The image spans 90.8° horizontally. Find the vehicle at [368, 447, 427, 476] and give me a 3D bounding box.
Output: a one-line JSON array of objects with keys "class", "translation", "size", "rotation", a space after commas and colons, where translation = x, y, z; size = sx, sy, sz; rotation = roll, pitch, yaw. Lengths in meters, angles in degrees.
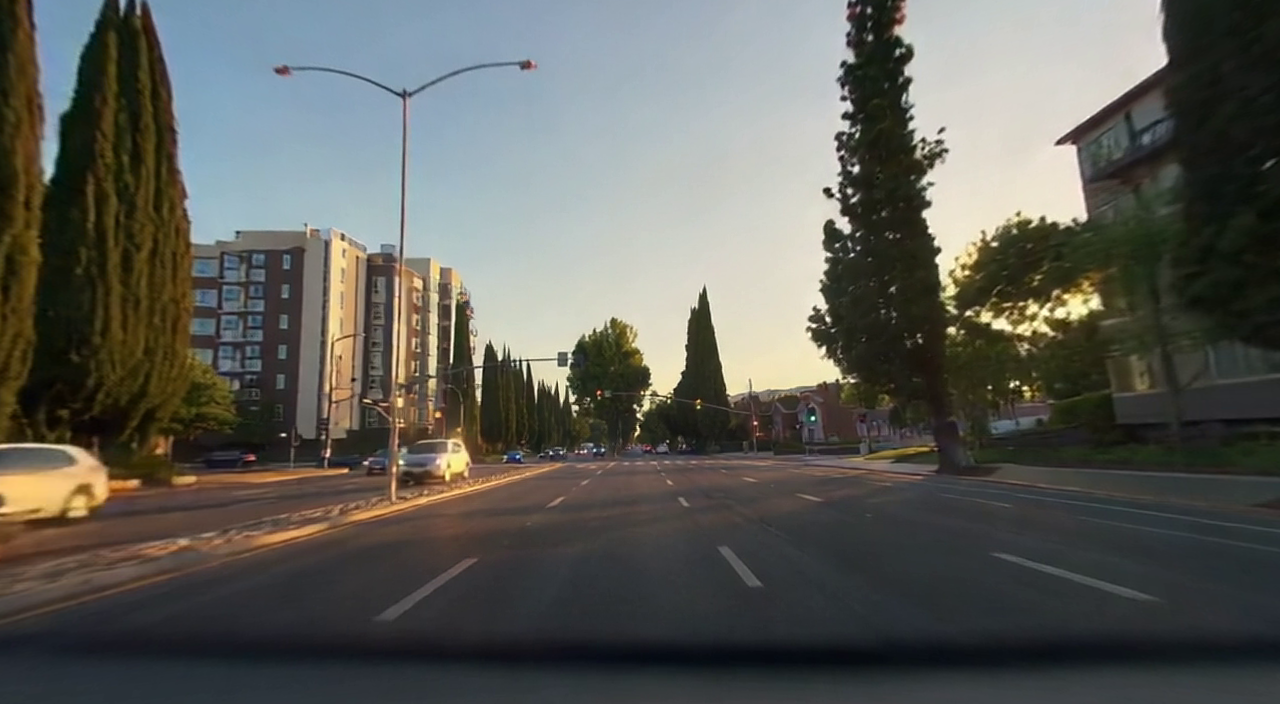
[{"class": "vehicle", "translation": [-15.335, 6.921, 40.224], "size": [1.978, 1.722, 4.383], "rotation": [0, -9, 0]}]

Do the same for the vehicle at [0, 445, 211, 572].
[{"class": "vehicle", "translation": [-8.454, 2.041, 8.732], "size": [1.899, 1.465, 4.443], "rotation": [0, -9, 0]}]

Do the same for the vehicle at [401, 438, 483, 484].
[{"class": "vehicle", "translation": [-8.571, 4.749, 27.847], "size": [2.131, 1.836, 4.670], "rotation": [0, -9, -1]}]
